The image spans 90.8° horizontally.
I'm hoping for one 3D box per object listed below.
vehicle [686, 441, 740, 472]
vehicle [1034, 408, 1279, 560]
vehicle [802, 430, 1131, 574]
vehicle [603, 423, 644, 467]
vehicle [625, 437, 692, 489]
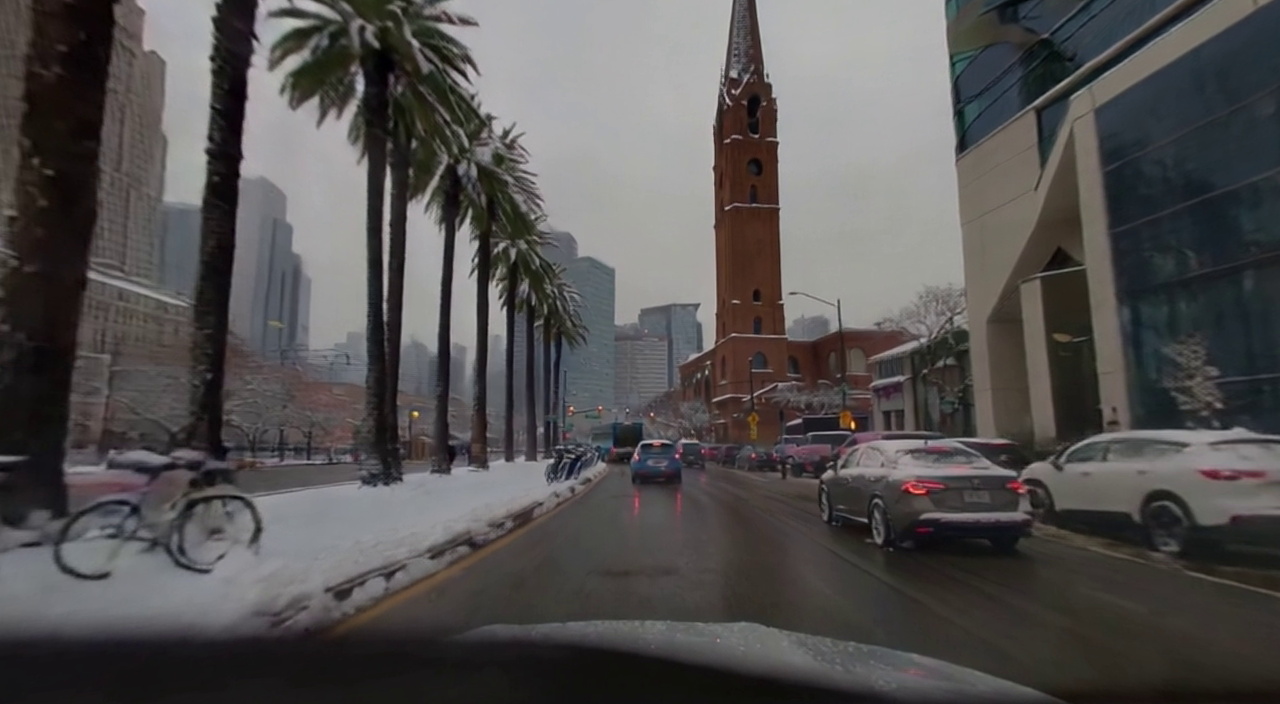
[{"bbox_3d":[3.854,5.634,34.250,1.981,1.572,4.718,1,-9,-5],"label":"vehicle"},{"bbox_3d":[9.139,1.993,10.102,2.225,1.887,5.177,0,-9,-1],"label":"vehicle"},{"bbox_3d":[4.094,1.957,9.126,2.116,1.500,4.702,0,-9,-2],"label":"vehicle"},{"bbox_3d":[-1.245,6.582,44.808,2.400,2.872,6.053,1,-9,-6],"label":"vehicle"},{"bbox_3d":[0.560,3.805,21.917,2.111,1.605,3.832,0,-9,-1],"label":"vehicle"}]
